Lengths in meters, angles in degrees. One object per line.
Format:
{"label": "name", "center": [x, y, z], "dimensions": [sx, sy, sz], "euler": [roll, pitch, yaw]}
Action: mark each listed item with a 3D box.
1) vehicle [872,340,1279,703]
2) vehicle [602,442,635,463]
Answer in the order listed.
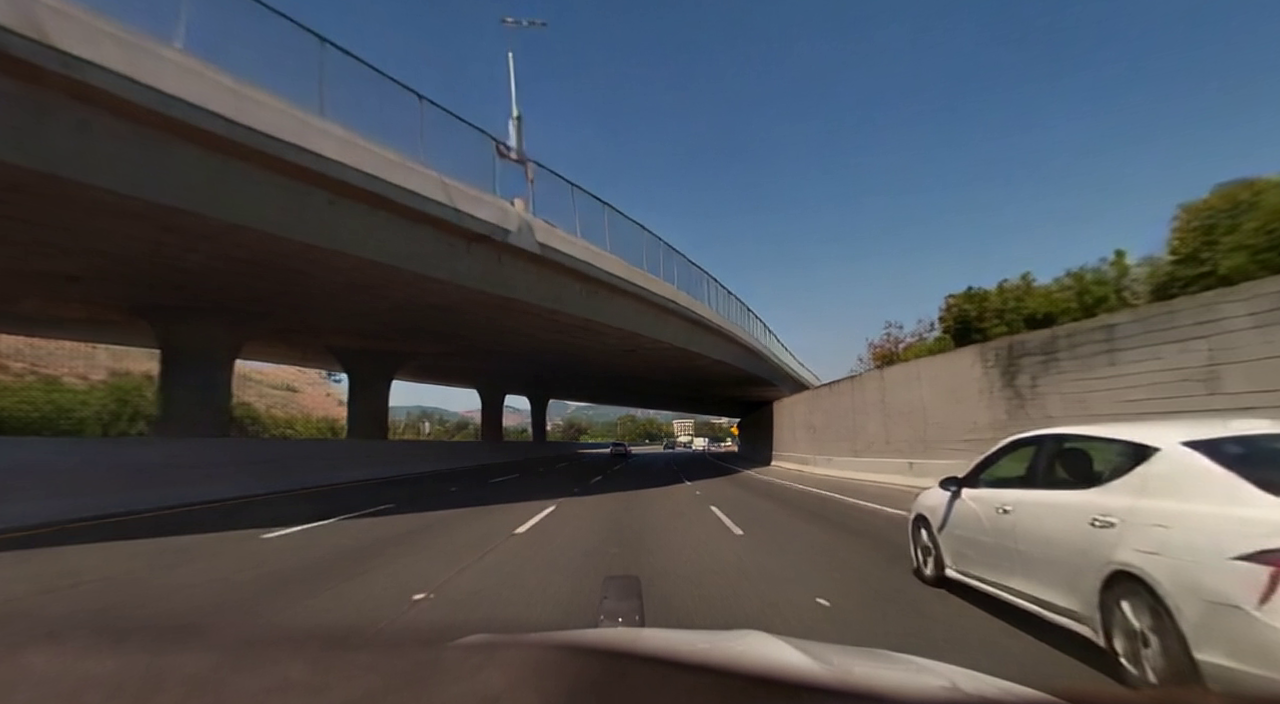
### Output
{"label": "vehicle", "center": [3.487, 1.099, 4.327], "dimensions": [2.090, 1.715, 4.228], "euler": [0, -8, -1]}
{"label": "vehicle", "center": [-1.603, 7.714, 48.539], "dimensions": [2.088, 1.565, 4.410], "euler": [-1, -8, 4]}
